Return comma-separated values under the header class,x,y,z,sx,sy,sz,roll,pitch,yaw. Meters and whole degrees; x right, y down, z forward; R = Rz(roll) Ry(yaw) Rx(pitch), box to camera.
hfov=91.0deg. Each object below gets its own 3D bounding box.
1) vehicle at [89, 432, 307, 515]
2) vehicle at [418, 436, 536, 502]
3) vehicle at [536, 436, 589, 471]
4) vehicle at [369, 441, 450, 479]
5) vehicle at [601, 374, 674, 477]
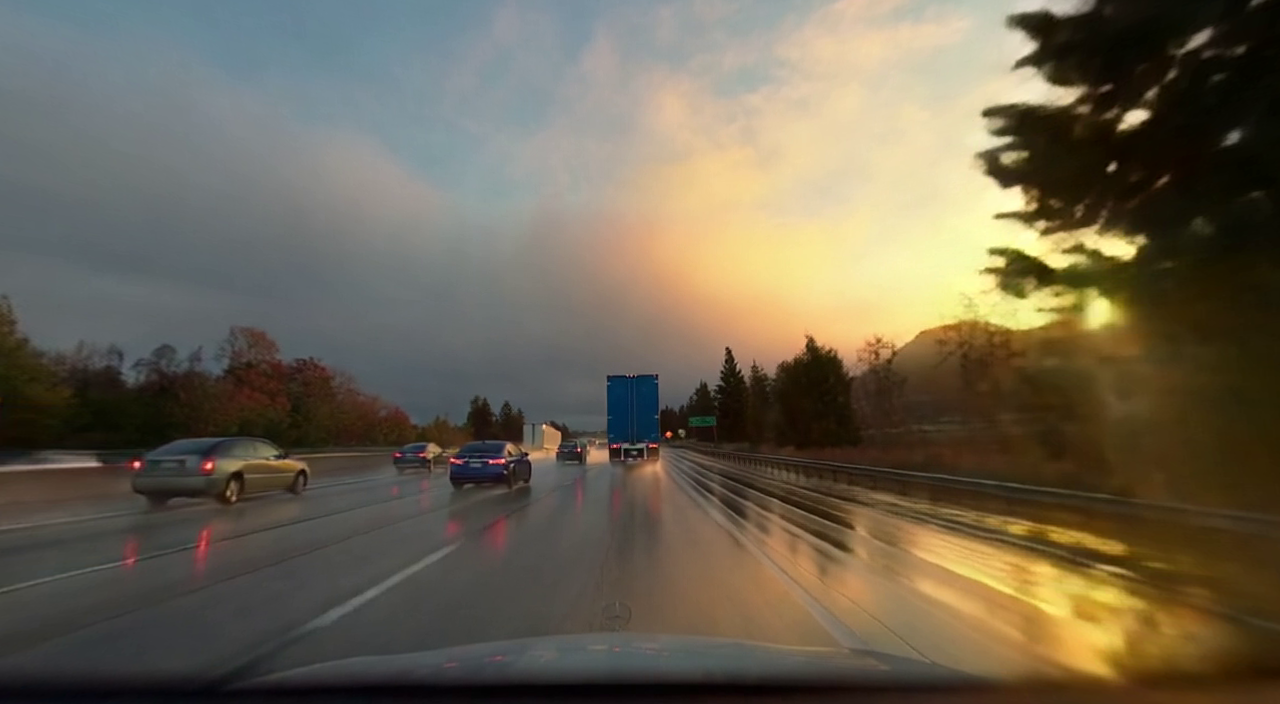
class,x,y,z,sx,sy,sz,roll,pitch,yaw
vehicle,-9.713,2.670,14.359,1.952,1.590,4.090,0,-8,1
vehicle,-4.285,3.116,17.258,2.164,1.582,3.979,0,-8,0
vehicle,-3.954,5.240,32.675,2.158,1.680,4.087,0,-8,1
vehicle,-9.742,4.578,26.993,1.863,1.474,4.278,0,-8,0
vehicle,-0.309,3.679,30.546,2.913,4.113,10.724,0,-8,-2
